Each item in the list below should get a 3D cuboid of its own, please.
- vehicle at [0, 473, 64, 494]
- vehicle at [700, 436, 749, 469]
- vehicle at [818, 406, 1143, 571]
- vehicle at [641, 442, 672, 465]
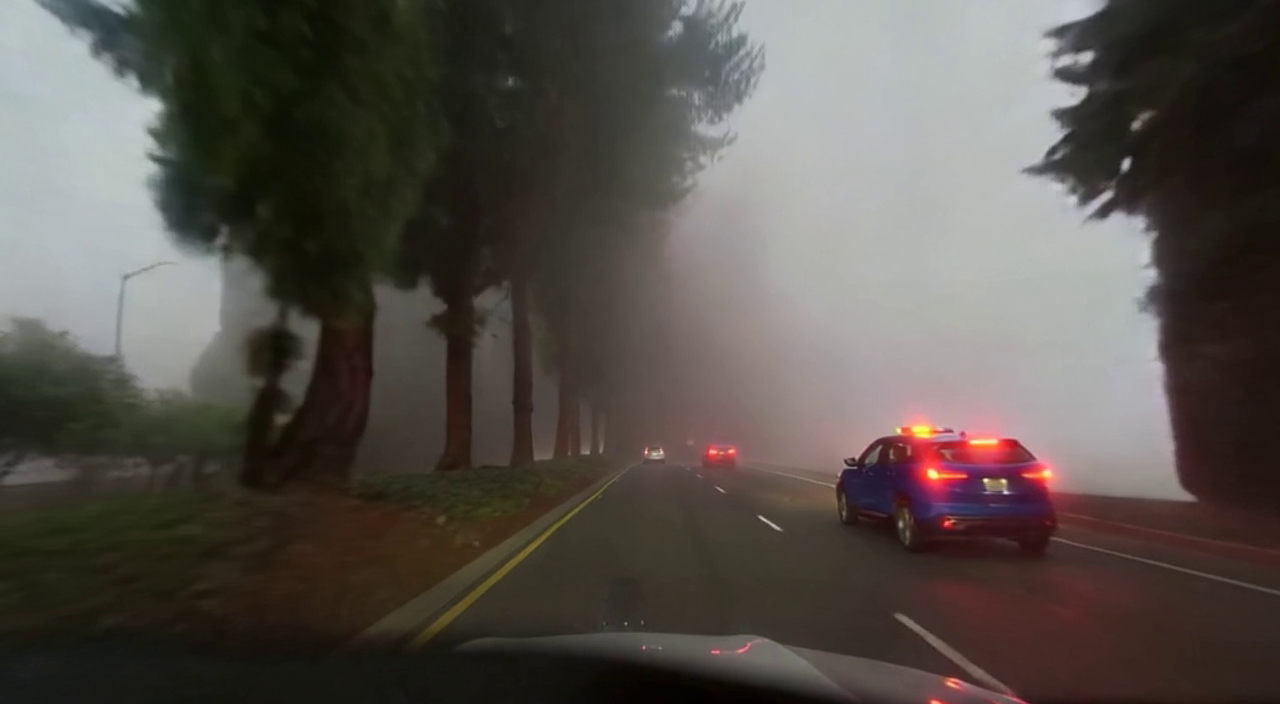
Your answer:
[{"bbox_3d":[-48.103,10.365,49.697,3.488,1.525,1.736,0,-8,-1],"label":"vehicle"},{"bbox_3d":[4.591,5.532,34.928,2.110,1.666,3.912,-1,-8,0],"label":"vehicle"},{"bbox_3d":[4.046,1.682,8.522,2.052,1.639,4.123,-1,-8,0],"label":"vehicle"},{"bbox_3d":[1.087,6.934,43.347,2.026,1.466,4.282,-1,-8,0],"label":"vehicle"}]
